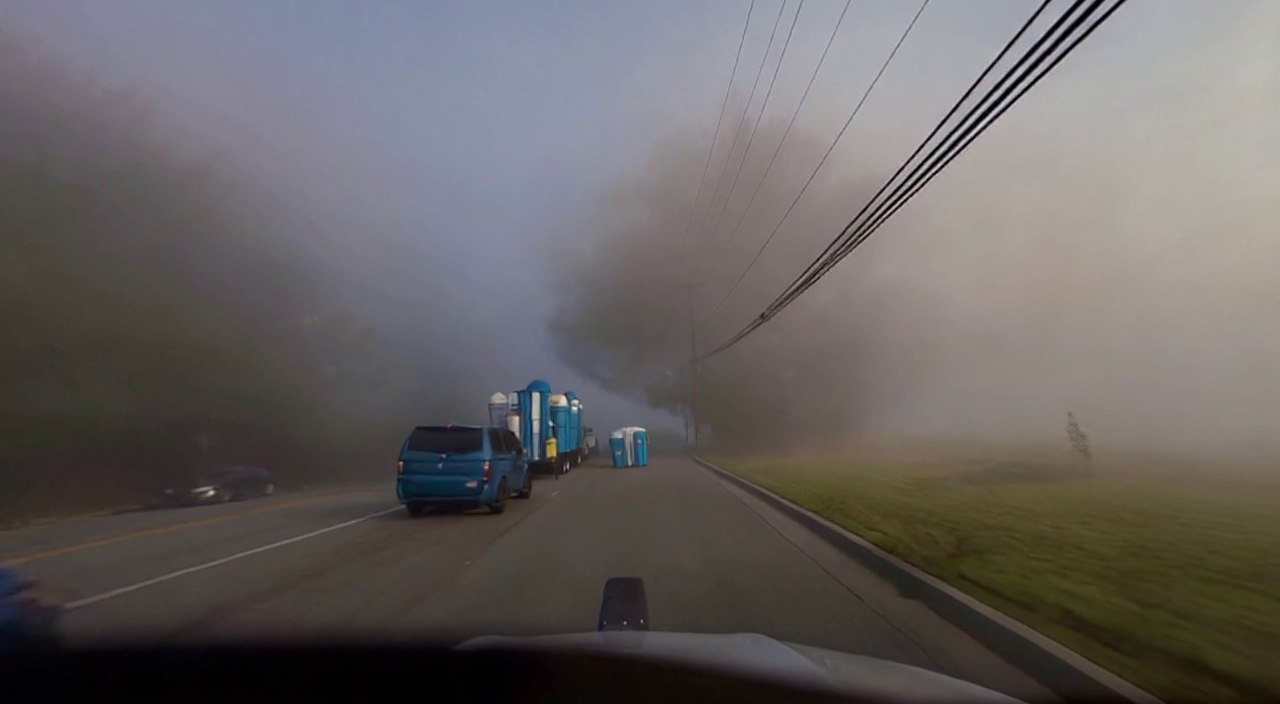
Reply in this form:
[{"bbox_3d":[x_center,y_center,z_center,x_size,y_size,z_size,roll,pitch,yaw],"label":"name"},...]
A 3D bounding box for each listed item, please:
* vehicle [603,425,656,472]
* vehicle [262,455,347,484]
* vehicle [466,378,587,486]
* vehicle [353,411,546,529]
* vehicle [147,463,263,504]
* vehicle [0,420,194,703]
[{"bbox_3d":[-0.466,4.187,27.552,2.117,1.861,4.095,0,-8,-1],"label":"vehicle"},{"bbox_3d":[-22.693,7.928,42.733,1.833,1.755,4.668,-8,-11,41],"label":"vehicle"},{"bbox_3d":[-3.895,3.064,23.837,3.120,3.393,7.945,0,-8,0],"label":"vehicle"},{"bbox_3d":[-3.358,2.199,12.343,2.187,1.821,4.748,-1,-8,1],"label":"vehicle"},{"bbox_3d":[-18.605,5.612,27.216,1.837,1.485,4.231,-1,-8,2],"label":"vehicle"},{"bbox_3d":[-3.460,0.832,1.186,1.966,1.466,4.473,0,-8,0],"label":"vehicle"}]
